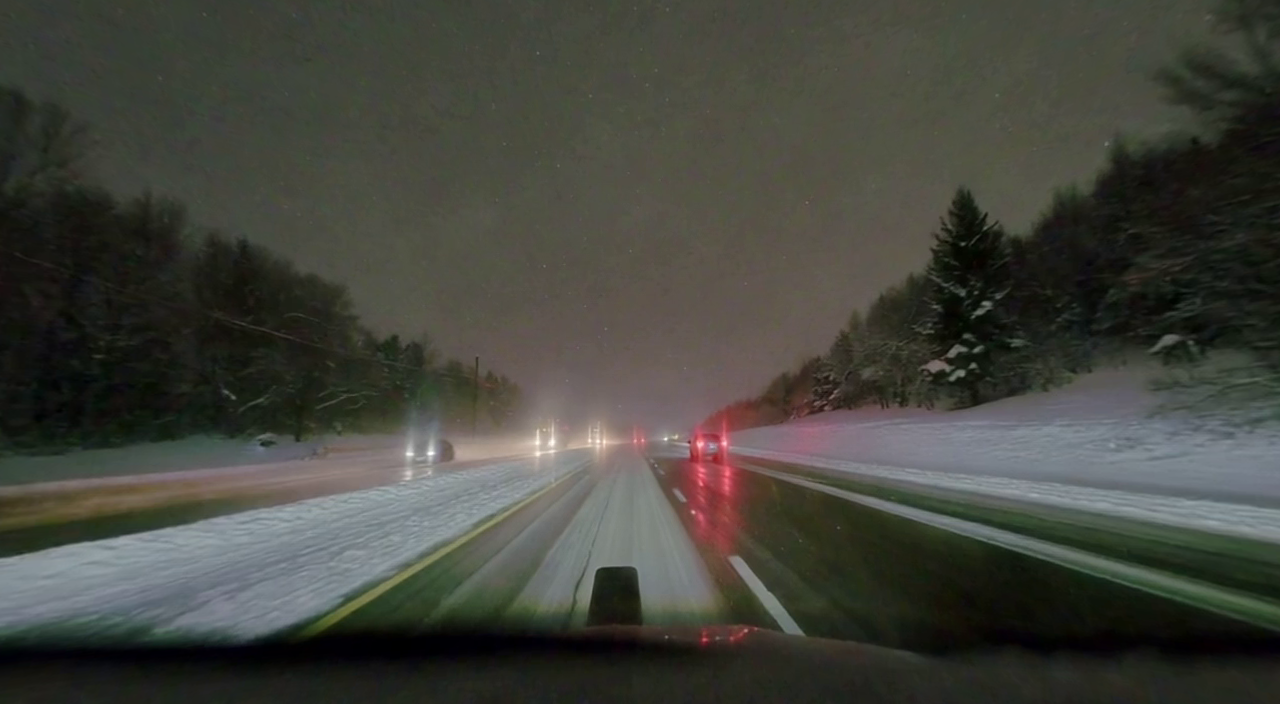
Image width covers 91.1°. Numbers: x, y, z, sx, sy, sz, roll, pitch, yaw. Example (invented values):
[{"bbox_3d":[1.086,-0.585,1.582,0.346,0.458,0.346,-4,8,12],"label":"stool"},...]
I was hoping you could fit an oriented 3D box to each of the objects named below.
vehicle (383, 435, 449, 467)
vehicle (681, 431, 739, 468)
[{"bbox_3d":[-11.612,5.164,32.904,1.890,1.550,4.094,0,-8,1],"label":"vehicle"},{"bbox_3d":[3.120,4.460,29.060,2.084,1.583,4.420,0,-8,-1],"label":"vehicle"}]
